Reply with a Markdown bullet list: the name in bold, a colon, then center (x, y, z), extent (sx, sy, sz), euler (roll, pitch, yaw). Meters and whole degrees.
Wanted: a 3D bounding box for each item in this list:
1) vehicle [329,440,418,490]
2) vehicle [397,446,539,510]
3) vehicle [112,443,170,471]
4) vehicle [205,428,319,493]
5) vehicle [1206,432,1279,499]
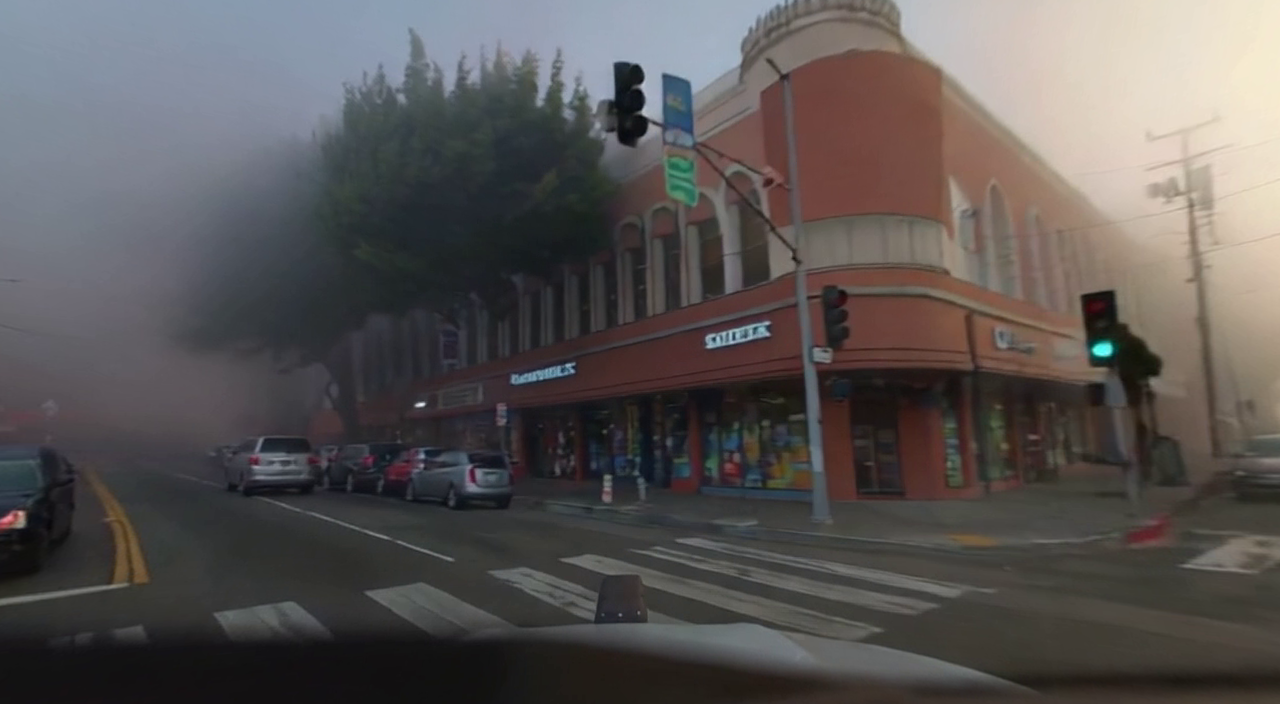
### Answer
- **vehicle**: center (-10.220, 4.242, 24.073), extent (1.882, 1.704, 4.055), euler (7, -11, -41)
- **vehicle**: center (-5.040, 3.472, 18.080), extent (2.059, 1.550, 4.703), euler (7, -11, -40)
- **vehicle**: center (-27.385, 5.698, 34.593), extent (2.050, 1.400, 4.666), euler (7, -11, -41)
- **vehicle**: center (-12.816, 3.590, 21.300), extent (2.440, 1.882, 4.611), euler (7, -11, -40)
- **vehicle**: center (17.783, 3.093, 17.576), extent (4.286, 1.596, 2.179), euler (7, -17, -40)
